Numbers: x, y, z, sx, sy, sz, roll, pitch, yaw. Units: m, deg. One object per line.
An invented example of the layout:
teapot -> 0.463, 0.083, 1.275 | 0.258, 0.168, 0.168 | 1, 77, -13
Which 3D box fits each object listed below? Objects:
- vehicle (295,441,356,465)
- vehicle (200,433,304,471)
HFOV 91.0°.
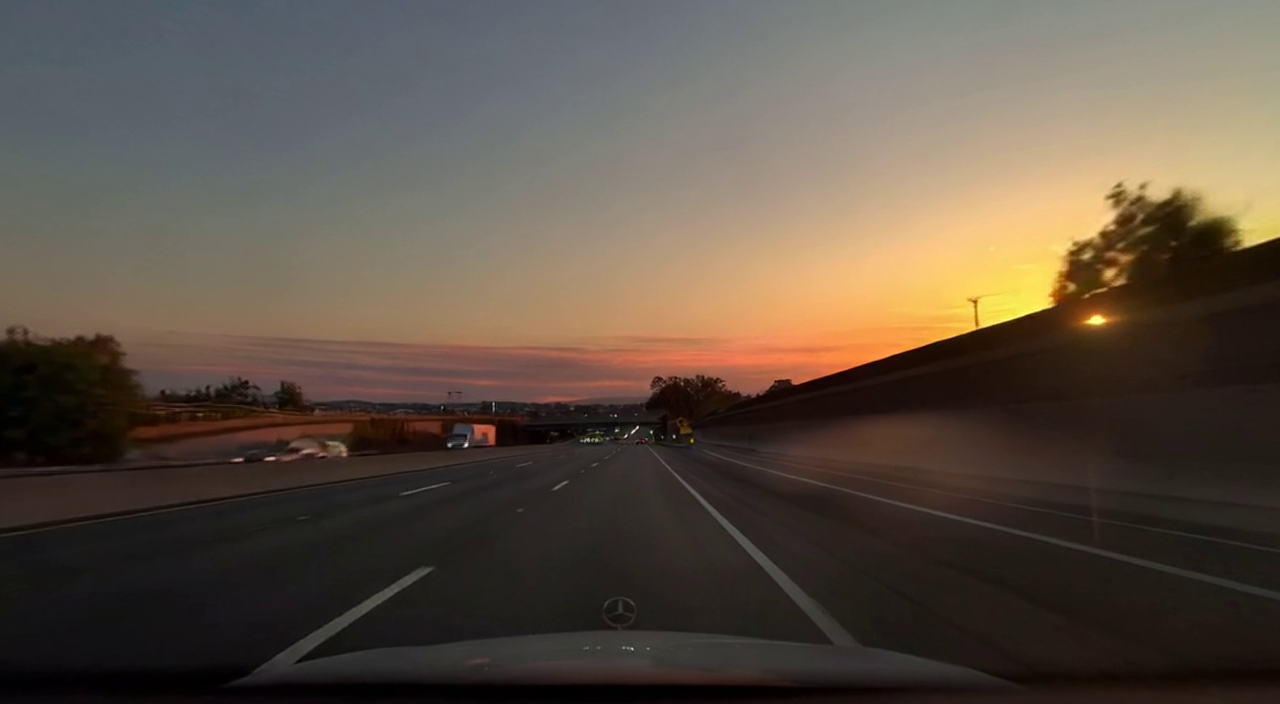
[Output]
vehicle -> -21.799, 6.994, 43.781 | 1.896, 1.529, 4.416 | 0, -8, 1
vehicle -> -16.501, 4.263, 27.032 | 1.858, 1.489, 4.072 | 0, -8, 0
